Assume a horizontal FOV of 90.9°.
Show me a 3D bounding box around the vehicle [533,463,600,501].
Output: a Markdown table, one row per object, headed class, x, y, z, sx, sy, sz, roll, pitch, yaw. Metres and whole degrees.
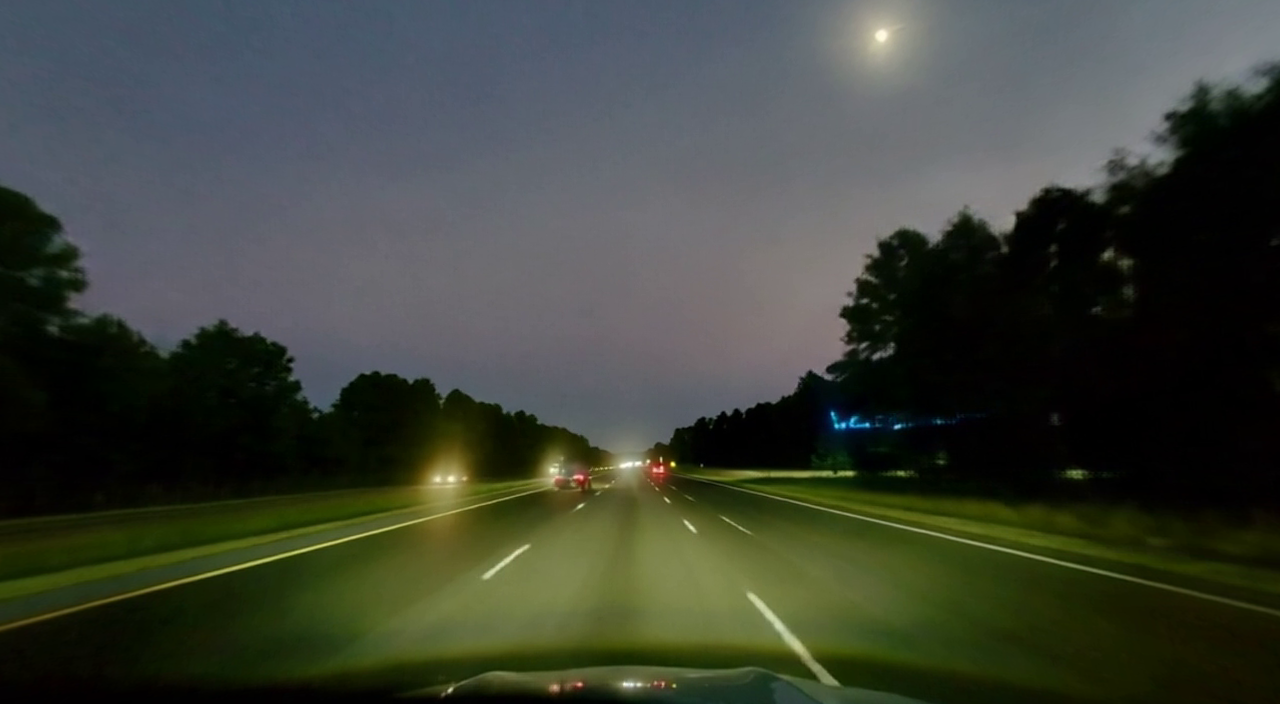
| class | x | y | z | sx | sy | sz | roll | pitch | yaw |
| --- | --- | --- | --- | --- | --- | --- | --- | --- | --- |
| vehicle | -2.975 | 5.418 | 26.513 | 2.183 | 1.435 | 4.653 | 0 | -10 | 1 |
